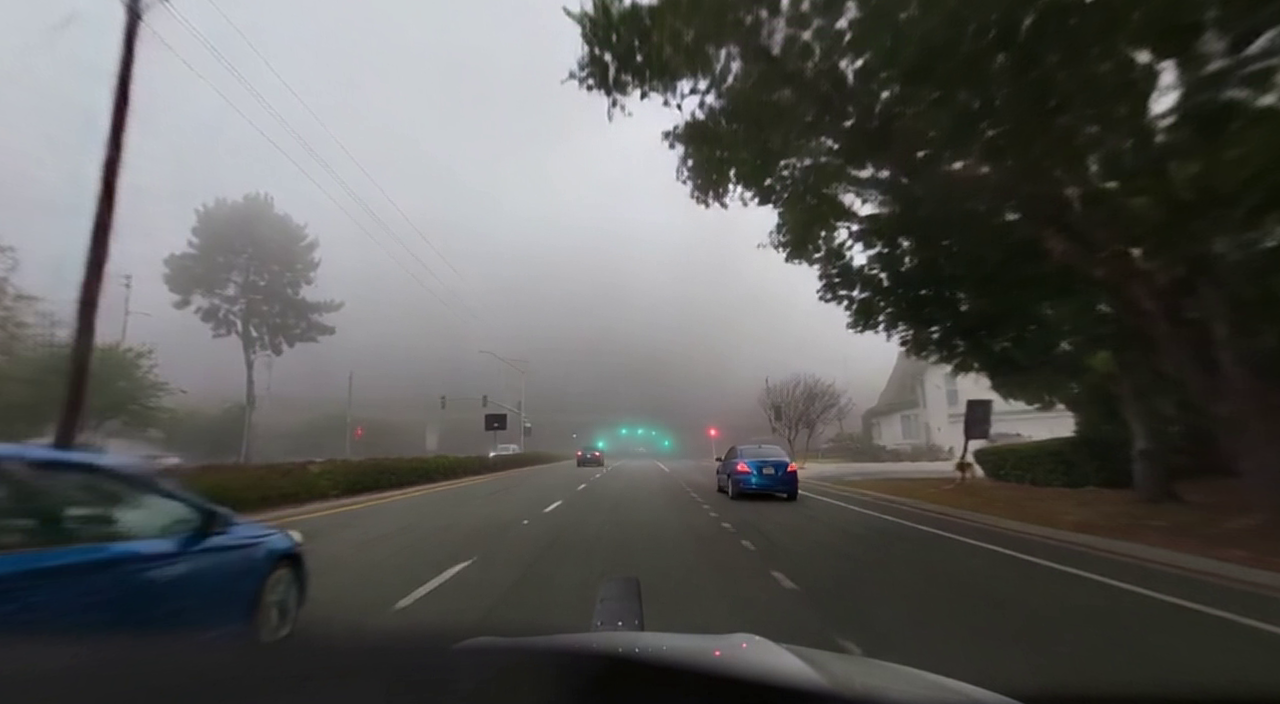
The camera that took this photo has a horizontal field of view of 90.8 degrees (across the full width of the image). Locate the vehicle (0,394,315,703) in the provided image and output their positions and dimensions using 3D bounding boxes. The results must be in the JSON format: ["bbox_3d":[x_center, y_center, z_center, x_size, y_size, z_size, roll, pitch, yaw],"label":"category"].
[{"bbox_3d":[-3.342,0.887,2.179,2.060,1.484,4.417,0,-8,0],"label":"vehicle"}]

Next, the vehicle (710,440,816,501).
[{"bbox_3d":[3.303,3.267,17.901,2.068,1.497,4.247,0,-8,-1],"label":"vehicle"}]

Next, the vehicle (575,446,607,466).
[{"bbox_3d":[-3.678,7.920,48.303,2.041,1.460,4.036,0,-8,1],"label":"vehicle"}]
